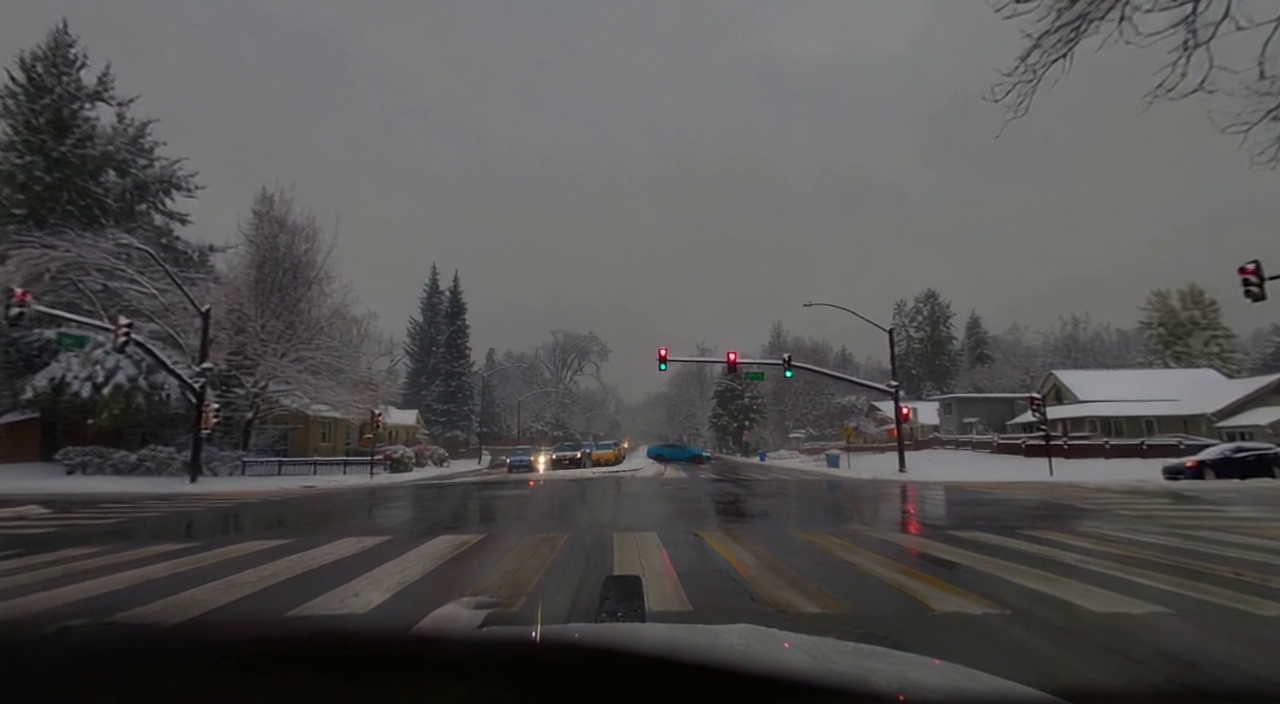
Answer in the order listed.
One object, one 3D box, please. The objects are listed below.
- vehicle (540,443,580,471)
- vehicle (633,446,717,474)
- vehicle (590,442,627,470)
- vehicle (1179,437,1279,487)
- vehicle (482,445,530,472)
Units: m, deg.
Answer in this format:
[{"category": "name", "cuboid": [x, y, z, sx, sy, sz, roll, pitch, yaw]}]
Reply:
[{"category": "vehicle", "cuboid": [-5.270, 6.966, 42.136, 2.091, 1.707, 4.157, 0, -8, 1]}, {"category": "vehicle", "cuboid": [1.936, 5.901, 34.715, 4.118, 1.491, 2.046, -4, -9, 23]}, {"category": "vehicle", "cuboid": [-2.137, 7.271, 44.482, 2.355, 1.868, 5.125, 0, -8, 0]}, {"category": "vehicle", "cuboid": [23.981, 4.156, 24.082, 4.952, 1.803, 2.075, 0, -9, -2]}, {"category": "vehicle", "cuboid": [-8.687, 6.948, 41.427, 2.028, 1.654, 5.027, 0, -8, 0]}]
